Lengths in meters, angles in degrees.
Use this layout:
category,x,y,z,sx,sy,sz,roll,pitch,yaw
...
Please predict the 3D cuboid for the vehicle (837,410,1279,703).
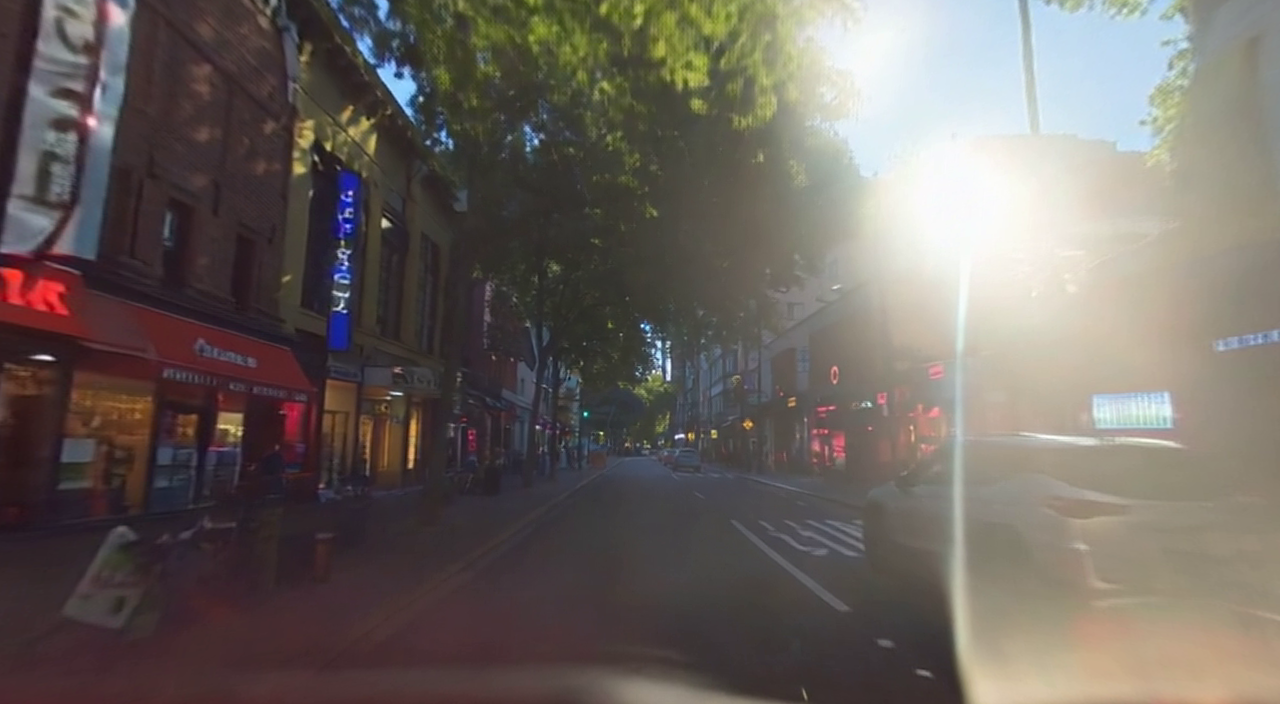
category,x,y,z,sx,sy,sz,roll,pitch,yaw
vehicle,3.474,1.420,5.622,1.971,1.559,4.326,0,-9,-1
